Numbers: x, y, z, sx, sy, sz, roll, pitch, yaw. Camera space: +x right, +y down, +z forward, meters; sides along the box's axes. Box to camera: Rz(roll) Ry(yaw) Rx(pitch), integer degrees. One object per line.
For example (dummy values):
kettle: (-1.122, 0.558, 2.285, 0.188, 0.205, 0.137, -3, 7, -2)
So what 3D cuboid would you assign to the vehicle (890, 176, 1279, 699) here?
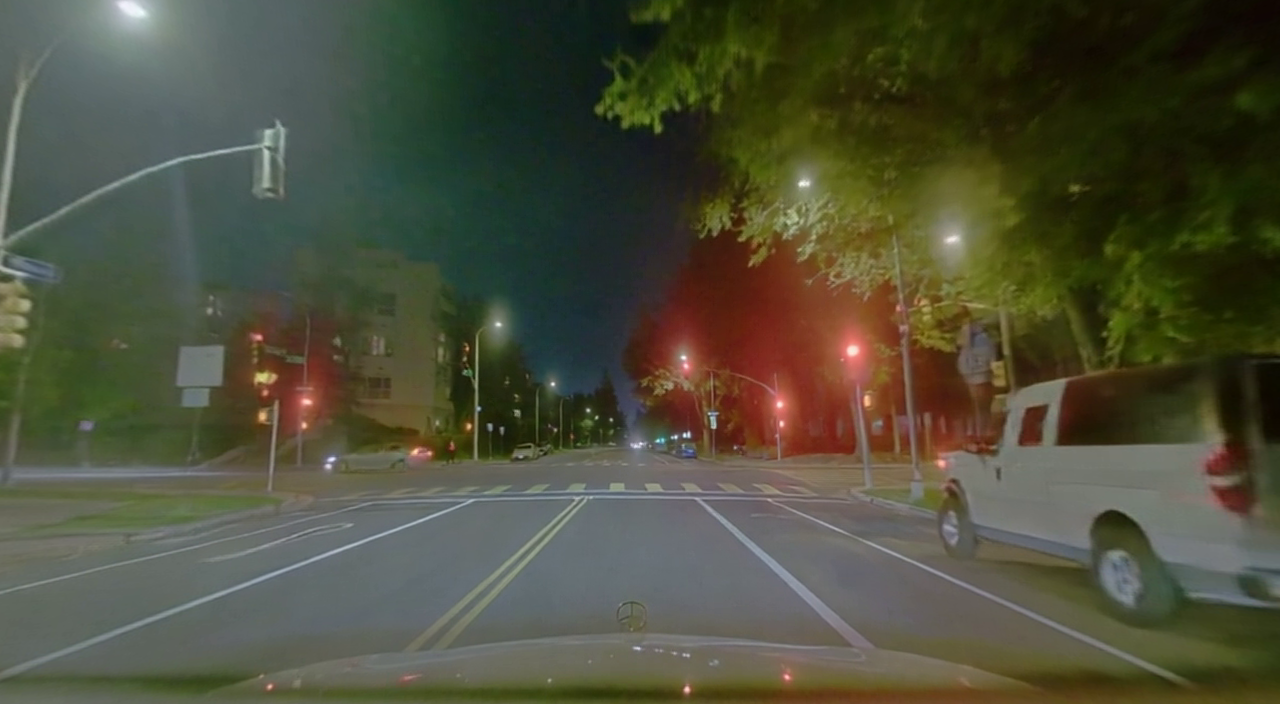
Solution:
vehicle: (4.549, 0.771, 5.702, 2.398, 2.806, 4.857, 0, -8, -1)

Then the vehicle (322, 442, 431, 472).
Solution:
vehicle: (-13.236, 5.280, 31.852, 4.606, 1.452, 1.917, 0, -8, 1)
